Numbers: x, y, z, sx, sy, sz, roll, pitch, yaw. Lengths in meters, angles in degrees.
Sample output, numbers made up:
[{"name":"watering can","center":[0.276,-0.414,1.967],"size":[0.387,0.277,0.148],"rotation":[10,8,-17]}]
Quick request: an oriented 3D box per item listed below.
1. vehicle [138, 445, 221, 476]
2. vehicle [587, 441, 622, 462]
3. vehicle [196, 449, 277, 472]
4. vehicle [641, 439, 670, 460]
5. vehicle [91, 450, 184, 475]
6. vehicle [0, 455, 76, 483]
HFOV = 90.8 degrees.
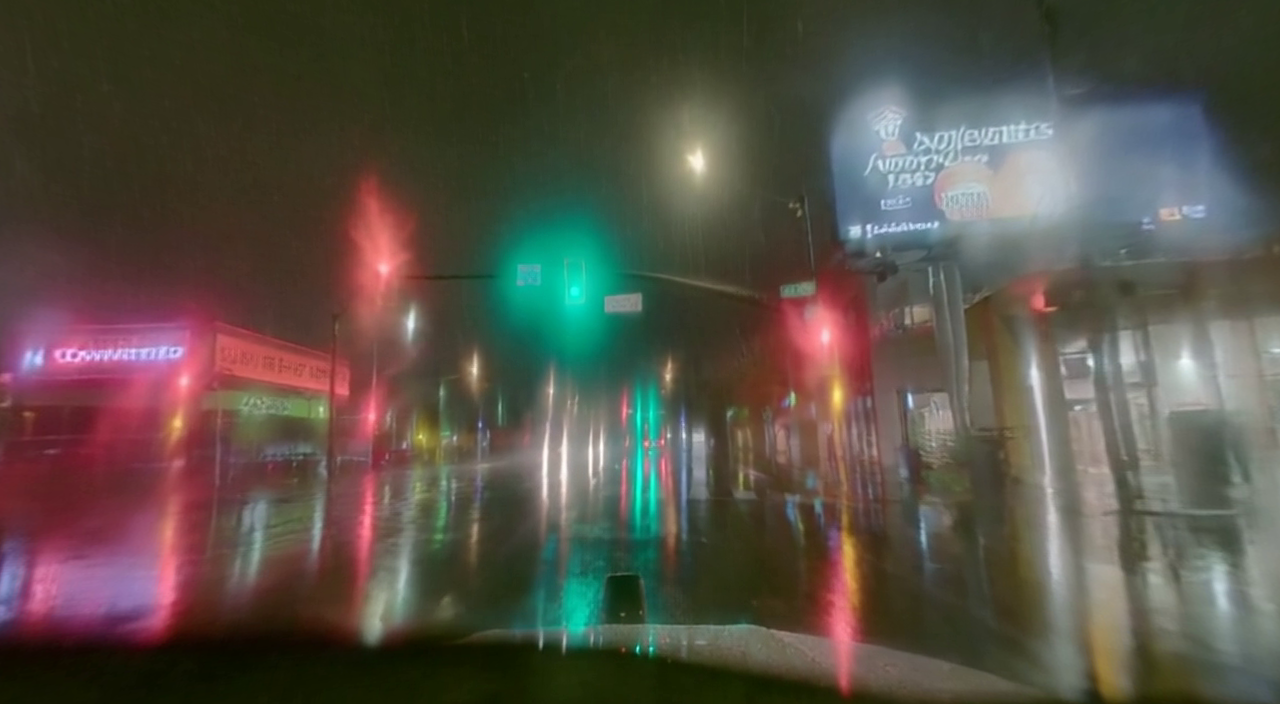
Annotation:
[{"name":"vehicle","center":[-28.252,6.632,38.870],"size":[1.643,1.755,3.666],"rotation":[-5,-10,34]},{"name":"vehicle","center":[-2.489,7.130,45.335],"size":[1.962,1.420,4.021],"rotation":[-1,-9,4]},{"name":"vehicle","center":[-28.525,7.662,44.829],"size":[1.755,1.445,4.485],"rotation":[-6,-10,30]},{"name":"vehicle","center":[1.171,7.462,48.306],"size":[2.168,1.545,4.047],"rotation":[0,-9,1]},{"name":"vehicle","center":[-33.785,7.412,42.611],"size":[1.802,1.549,4.439],"rotation":[-5,-10,27]},{"name":"vehicle","center":[-34.495,6.468,34.888],"size":[1.826,1.432,4.530],"rotation":[-5,-10,29]}]
